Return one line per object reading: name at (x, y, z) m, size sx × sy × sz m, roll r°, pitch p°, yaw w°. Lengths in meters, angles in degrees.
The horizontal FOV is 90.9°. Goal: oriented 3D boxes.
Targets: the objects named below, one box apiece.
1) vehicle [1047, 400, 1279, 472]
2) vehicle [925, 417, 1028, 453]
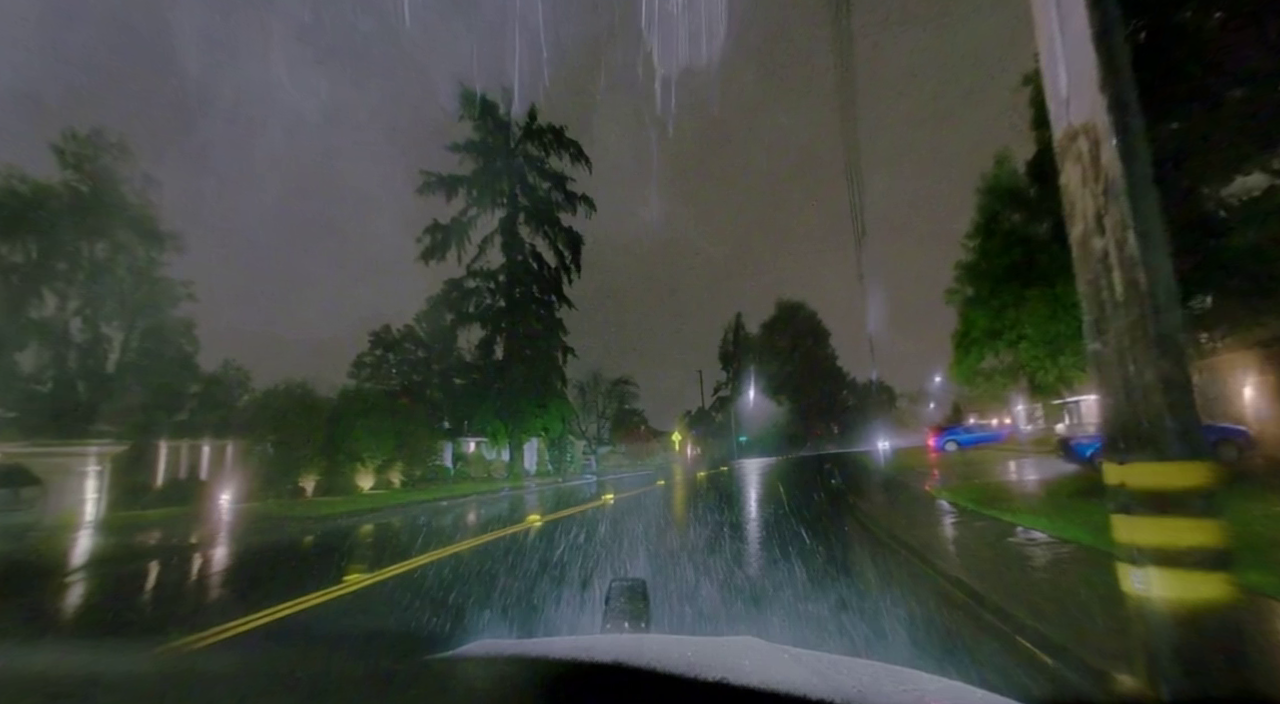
vehicle at (14.324, 2.384, 17.448) m, size 4.644 × 1.441 × 2.074 m, roll -9°, pitch -11°, yaw 21°
vehicle at (22.315, 5.600, 42.046) m, size 5.704 × 1.788 × 2.095 m, roll -9°, pitch -14°, yaw 24°
